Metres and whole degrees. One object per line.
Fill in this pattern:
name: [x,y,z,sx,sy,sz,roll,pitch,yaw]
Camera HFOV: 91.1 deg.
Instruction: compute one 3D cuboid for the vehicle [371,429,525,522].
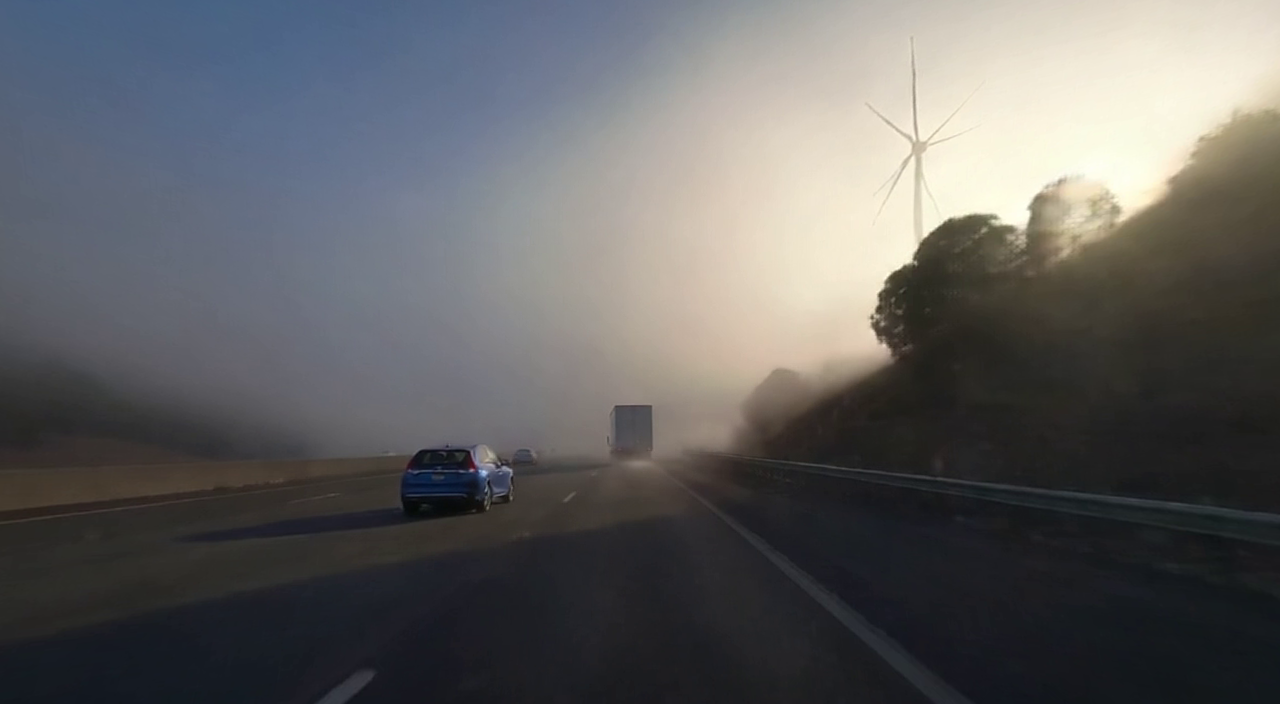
vehicle: [-3.875,2.537,13.446,2.109,1.684,3.783,0,-8,0]
